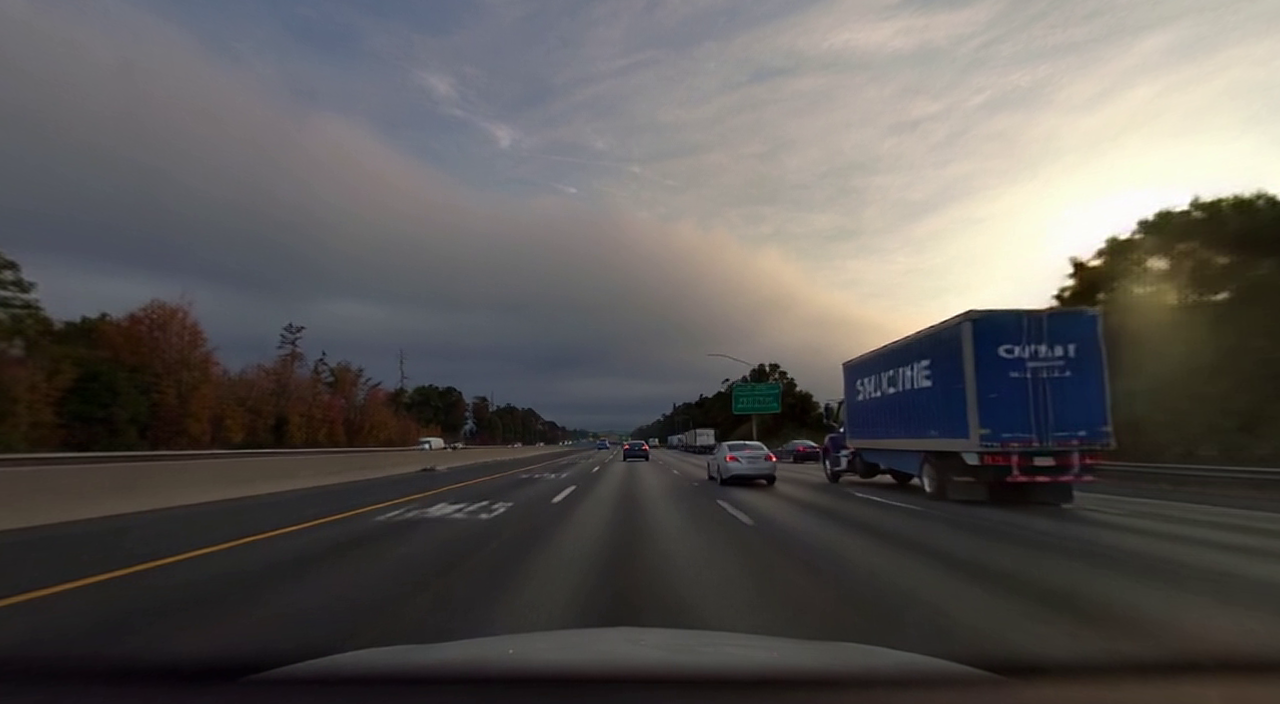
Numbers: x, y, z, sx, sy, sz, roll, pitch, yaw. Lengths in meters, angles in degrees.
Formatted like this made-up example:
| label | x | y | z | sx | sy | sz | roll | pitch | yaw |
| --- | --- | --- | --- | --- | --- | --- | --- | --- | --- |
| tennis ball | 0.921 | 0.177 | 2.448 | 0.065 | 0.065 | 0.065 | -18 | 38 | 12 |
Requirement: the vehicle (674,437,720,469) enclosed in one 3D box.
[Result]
| label | x | y | z | sx | sy | sz | roll | pitch | yaw |
| --- | --- | --- | --- | --- | --- | --- | --- | --- | --- |
| vehicle | 2.908 | 5.235 | 32.951 | 1.856 | 1.517 | 4.198 | 0 | -9 | -2 |

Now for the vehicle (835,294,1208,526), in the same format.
| label | x | y | z | sx | sy | sz | roll | pitch | yaw |
| --- | --- | --- | --- | --- | --- | --- | --- | --- | --- |
| vehicle | 7.305 | 1.505 | 14.283 | 2.799 | 3.655 | 8.627 | 0 | -9 | -1 |

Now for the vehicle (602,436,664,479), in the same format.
| label | x | y | z | sx | sy | sz | roll | pitch | yaw |
| --- | --- | --- | --- | --- | --- | --- | --- | --- | --- |
| vehicle | -0.272 | 3.923 | 23.752 | 2.098 | 1.475 | 3.997 | 0 | -8 | -1 |

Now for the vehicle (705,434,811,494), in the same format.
| label | x | y | z | sx | sy | sz | roll | pitch | yaw |
| --- | --- | --- | --- | --- | --- | --- | --- | --- | --- |
| vehicle | 3.205 | 3.167 | 18.271 | 1.993 | 1.504 | 4.781 | 0 | -9 | -2 |
